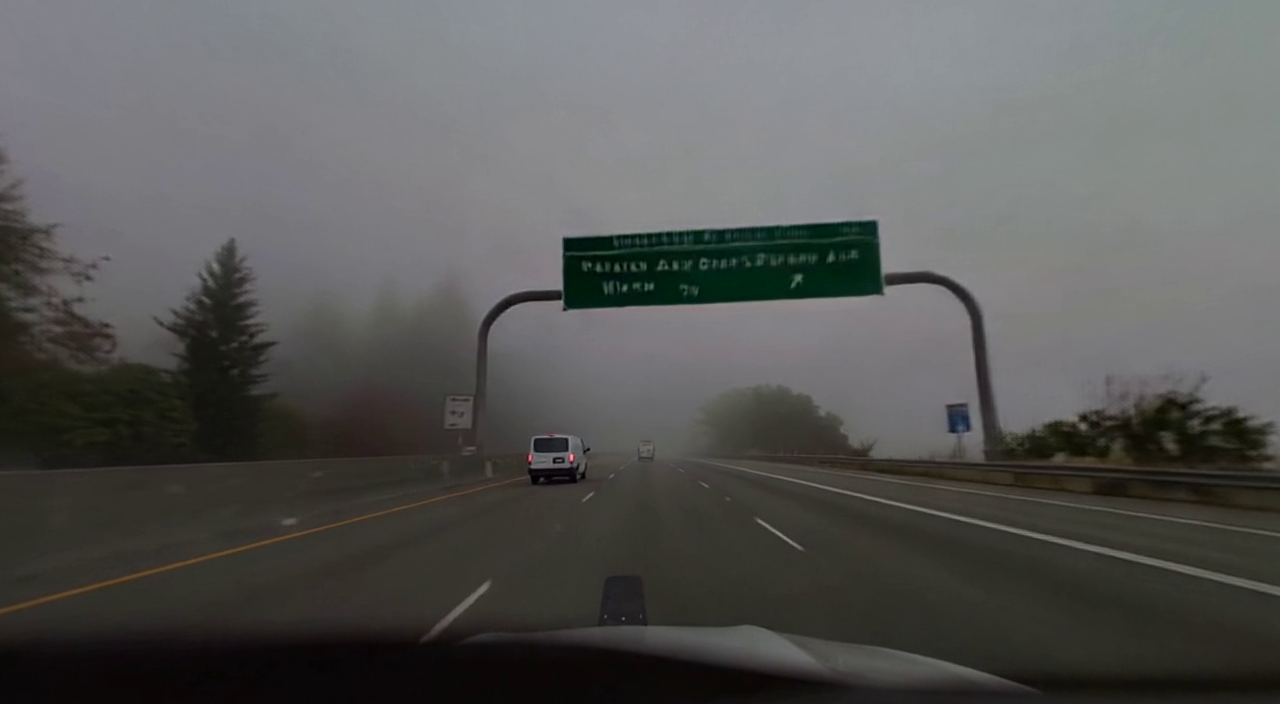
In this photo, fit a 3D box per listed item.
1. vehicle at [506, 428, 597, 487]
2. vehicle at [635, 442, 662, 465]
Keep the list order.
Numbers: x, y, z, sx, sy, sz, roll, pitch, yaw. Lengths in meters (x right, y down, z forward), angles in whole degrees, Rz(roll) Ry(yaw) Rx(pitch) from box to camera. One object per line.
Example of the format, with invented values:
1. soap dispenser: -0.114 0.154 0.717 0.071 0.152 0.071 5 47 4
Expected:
1. vehicle: -3.111 3.915 23.618 2.572 1.927 5.803 0 -9 0
2. vehicle: 0.613 7.907 49.043 2.067 1.690 3.901 0 -9 -1
